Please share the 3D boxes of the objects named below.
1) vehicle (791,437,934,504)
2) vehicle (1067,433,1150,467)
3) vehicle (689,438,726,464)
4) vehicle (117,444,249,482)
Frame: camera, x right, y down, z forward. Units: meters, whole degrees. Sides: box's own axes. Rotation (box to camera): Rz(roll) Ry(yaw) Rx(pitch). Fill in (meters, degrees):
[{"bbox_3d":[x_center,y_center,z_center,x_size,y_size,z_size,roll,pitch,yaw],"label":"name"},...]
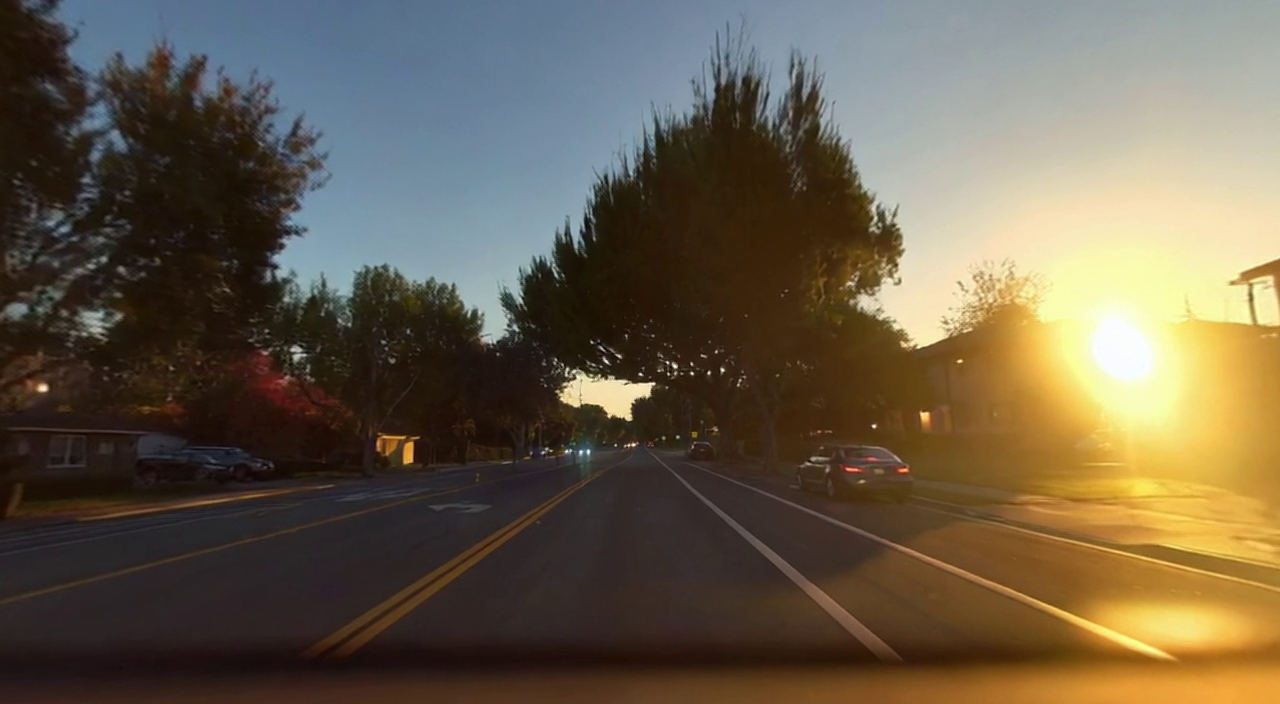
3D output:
[{"bbox_3d":[5.419,2.937,16.086,1.935,1.453,4.488,0,-8,-1],"label":"vehicle"},{"bbox_3d":[22.835,4.760,30.890,1.783,1.494,3.909,-3,-8,14],"label":"vehicle"},{"bbox_3d":[4.854,7.217,46.037,2.105,1.772,4.757,0,-8,-1],"label":"vehicle"},{"bbox_3d":[-21.657,5.271,30.022,4.610,1.721,2.019,0,-8,-1],"label":"vehicle"}]
